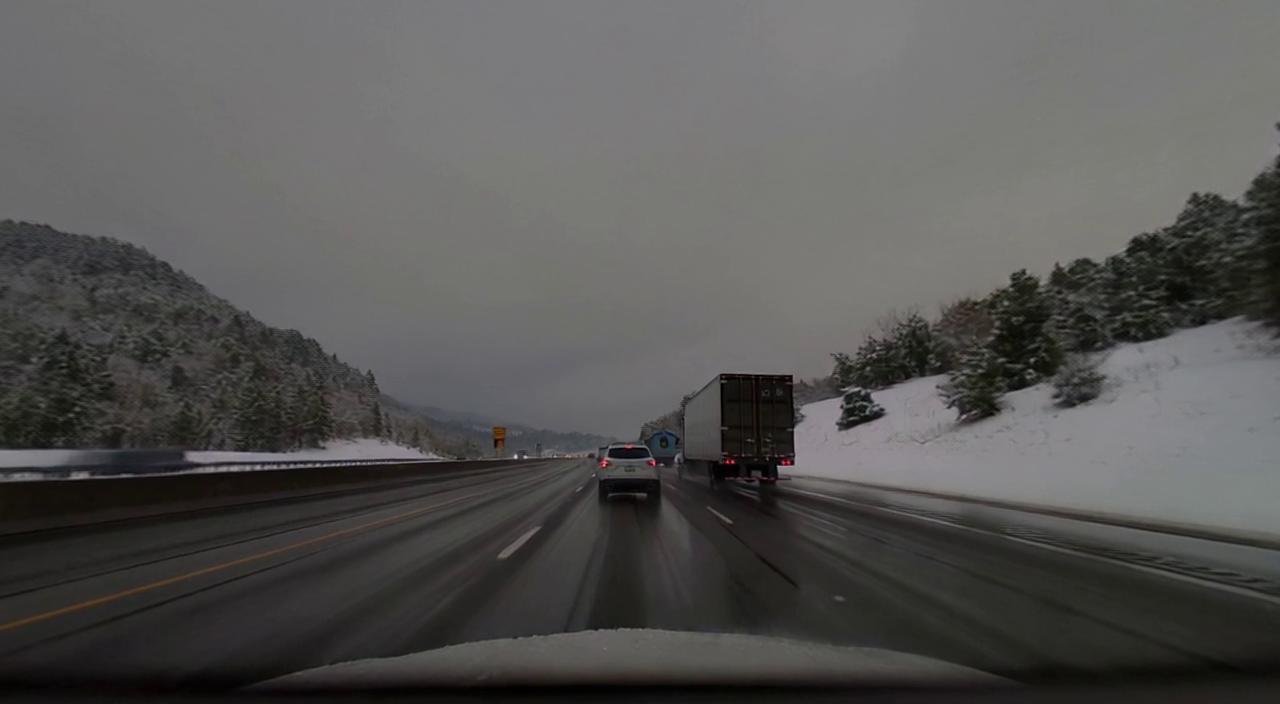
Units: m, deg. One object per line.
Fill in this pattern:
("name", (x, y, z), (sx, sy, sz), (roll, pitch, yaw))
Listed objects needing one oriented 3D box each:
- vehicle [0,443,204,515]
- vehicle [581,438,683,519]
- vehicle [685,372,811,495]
("vehicle", (-12.803, 2.906, 14.907), (1.832, 1.430, 4.440), (0, -9, 0))
("vehicle", (-0.187, 2.911, 14.973), (2.109, 1.639, 3.768), (0, -9, -1))
("vehicle", (4.069, 3.776, 27.954), (2.812, 4.024, 14.098), (0, -9, -1))
